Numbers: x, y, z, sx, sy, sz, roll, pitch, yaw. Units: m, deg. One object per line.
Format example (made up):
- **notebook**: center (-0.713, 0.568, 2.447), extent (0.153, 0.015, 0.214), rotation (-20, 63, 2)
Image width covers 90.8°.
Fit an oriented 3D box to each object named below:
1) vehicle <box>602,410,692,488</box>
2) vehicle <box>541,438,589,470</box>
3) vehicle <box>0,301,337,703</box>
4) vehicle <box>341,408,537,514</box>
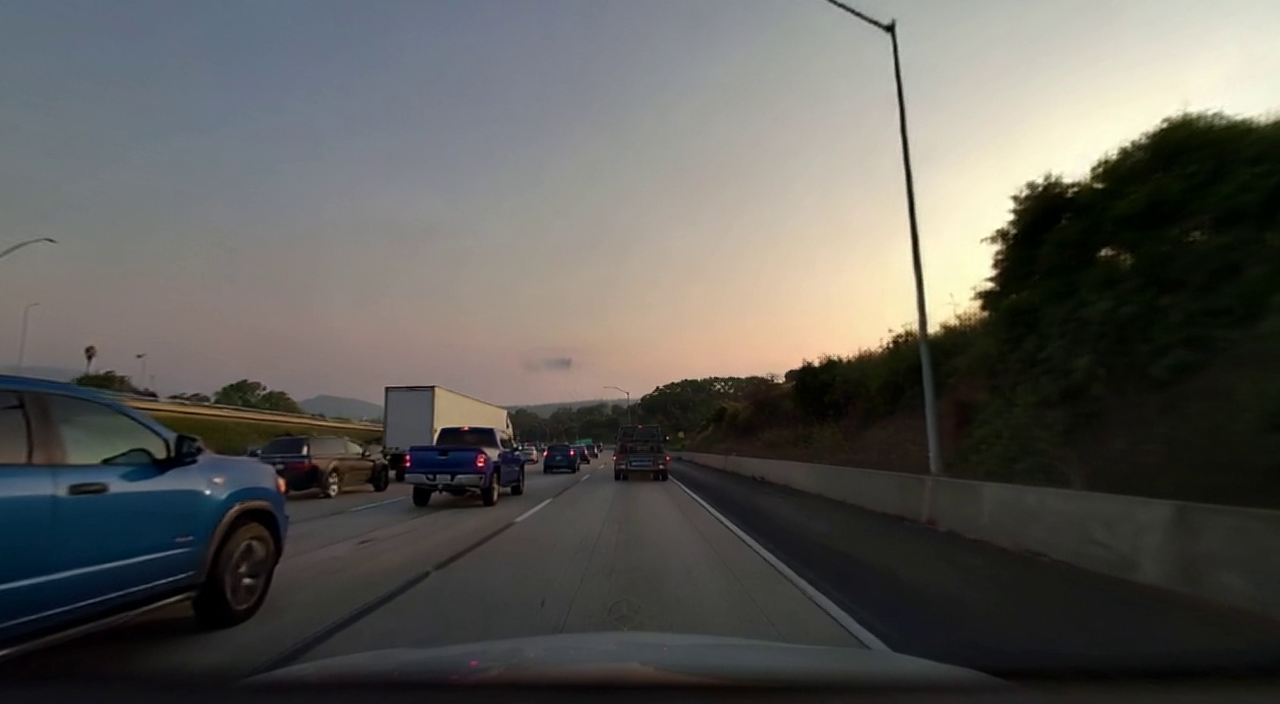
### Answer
- **vehicle**: center (0.111, 3.716, 24.271), extent (2.886, 2.471, 7.692), rotation (0, -9, -2)
- **vehicle**: center (-4.612, 6.378, 39.525), extent (2.329, 1.859, 4.823), rotation (0, -9, 1)
- **vehicle**: center (-3.552, 0.734, 2.315), extent (2.303, 1.835, 5.044), rotation (0, -9, 1)
- **vehicle**: center (-4.207, 2.459, 14.672), extent (2.575, 1.958, 5.730), rotation (0, -9, 1)
